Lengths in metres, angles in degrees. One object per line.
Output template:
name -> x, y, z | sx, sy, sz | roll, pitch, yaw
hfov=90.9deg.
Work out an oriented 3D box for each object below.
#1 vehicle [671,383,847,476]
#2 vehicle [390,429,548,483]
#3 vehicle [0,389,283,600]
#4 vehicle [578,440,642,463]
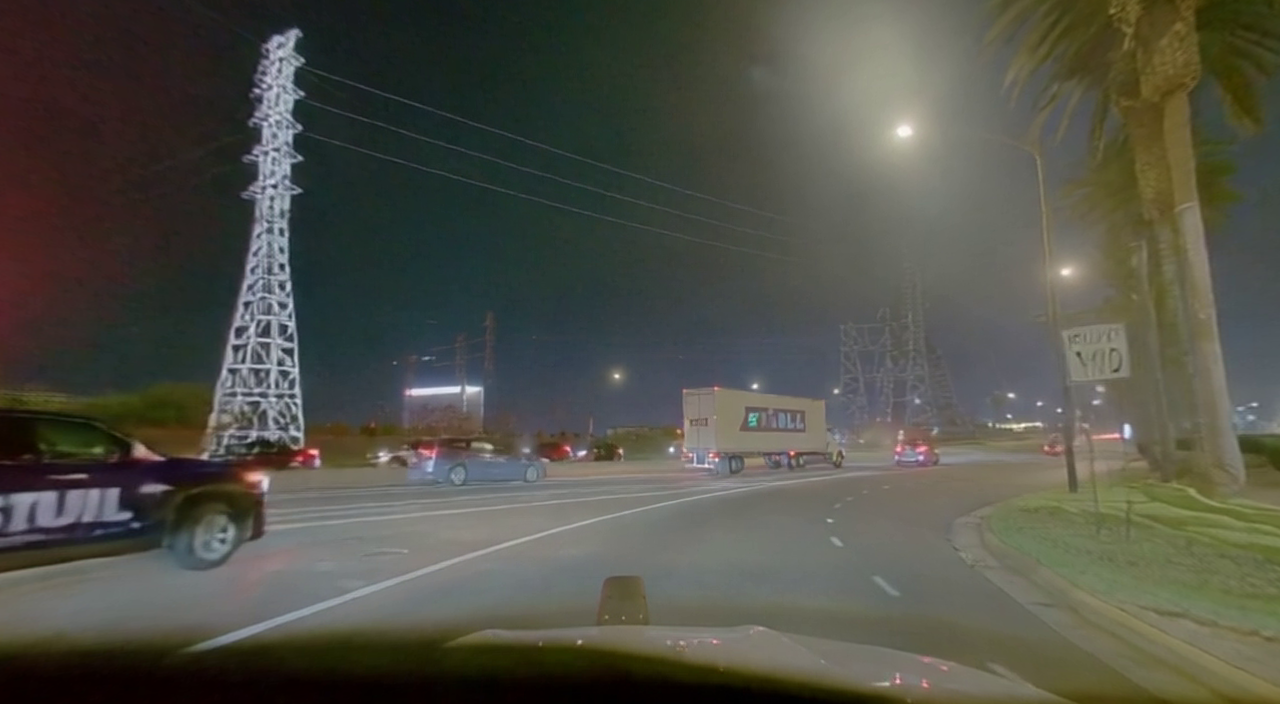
vehicle -> 6.417, 4.013, 31.899 | 2.903, 3.933, 11.567 | -8, -11, 42
vehicle -> -6.780, 4.180, 25.726 | 2.266, 1.950, 5.866 | -7, -11, 41
vehicle -> -6.653, 1.318, 6.010 | 2.101, 1.848, 5.132 | -6, -10, 35
vehicle -> -2.065, 6.966, 44.022 | 1.785, 1.502, 4.457 | -8, -13, 42
